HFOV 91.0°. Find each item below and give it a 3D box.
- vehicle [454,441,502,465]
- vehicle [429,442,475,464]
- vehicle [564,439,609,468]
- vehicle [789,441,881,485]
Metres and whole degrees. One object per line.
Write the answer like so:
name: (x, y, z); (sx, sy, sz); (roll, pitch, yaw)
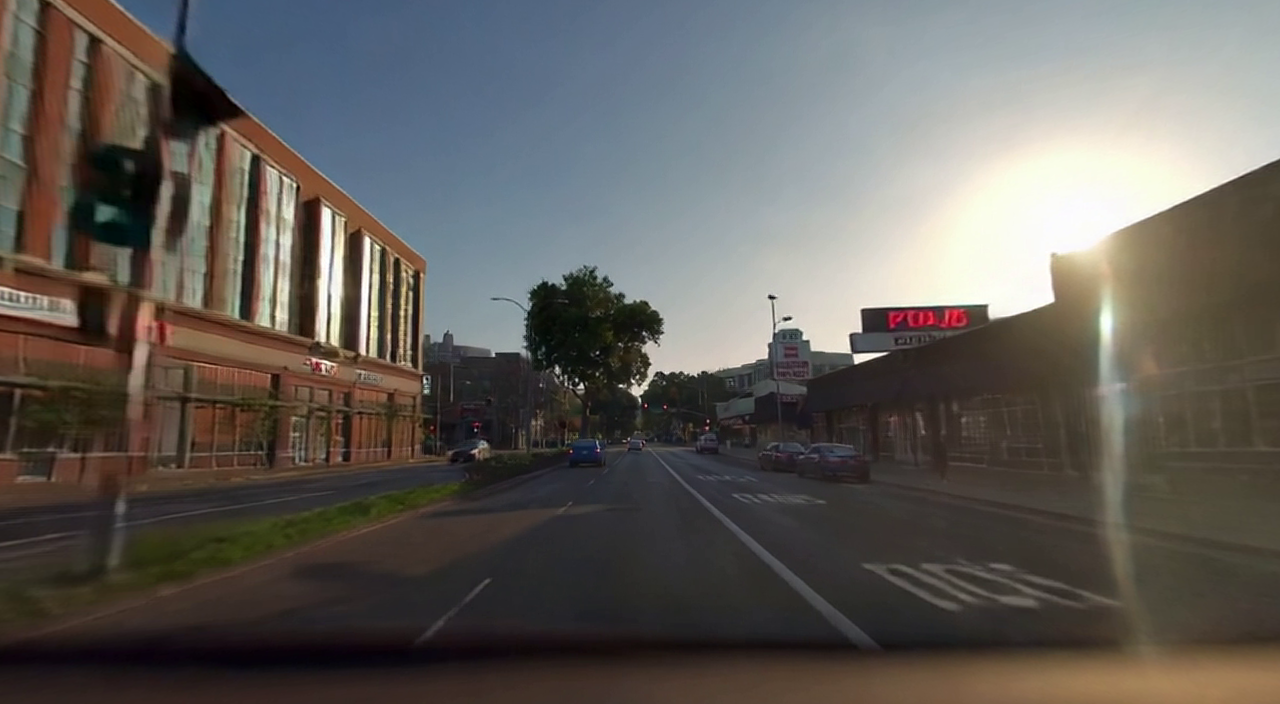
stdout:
vehicle: (-10.581, 6.650, 41.458); (2.051, 1.492, 4.132); (0, -9, 0)
vehicle: (-13.528, 7.283, 45.484); (1.839, 1.465, 4.523); (0, -9, 1)
vehicle: (-2.909, 5.613, 34.922); (2.078, 1.471, 4.217); (0, -9, 0)
vehicle: (7.325, 4.199, 24.223); (1.968, 1.493, 4.878); (0, -9, 0)
